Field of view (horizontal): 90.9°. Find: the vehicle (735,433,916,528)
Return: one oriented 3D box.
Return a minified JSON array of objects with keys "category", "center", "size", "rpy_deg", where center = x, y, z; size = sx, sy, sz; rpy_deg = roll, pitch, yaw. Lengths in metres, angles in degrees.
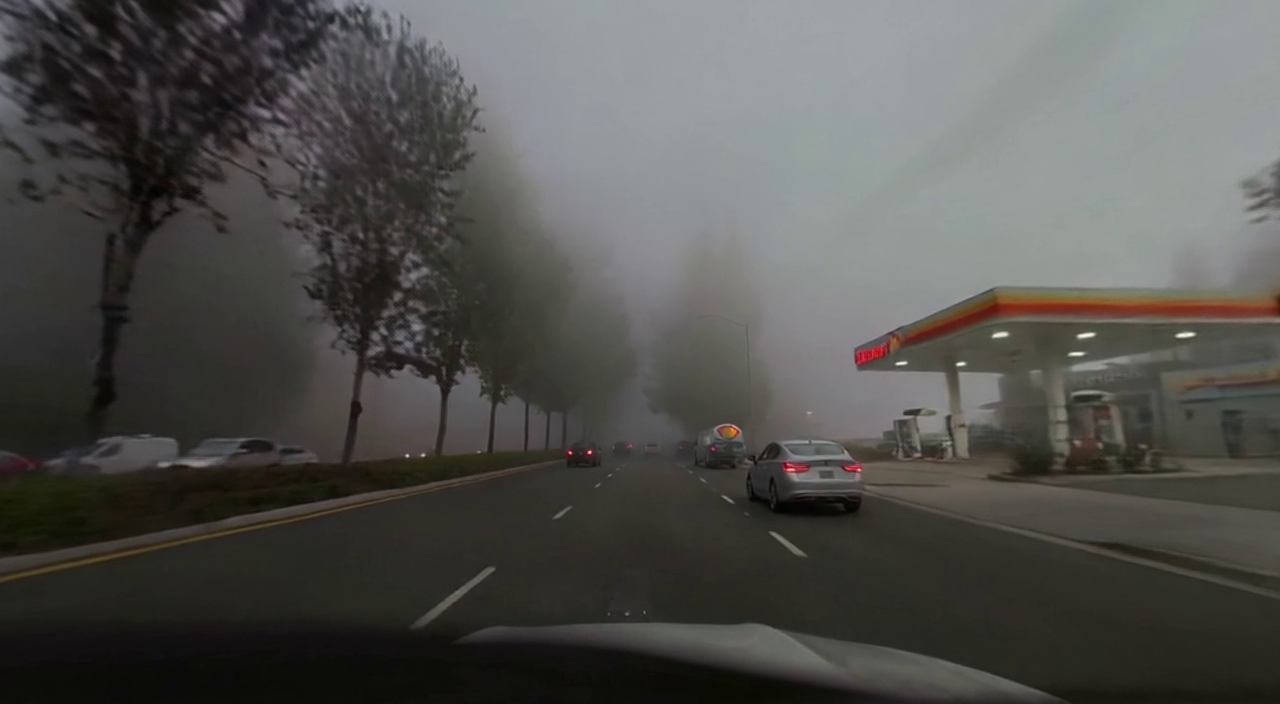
[{"category":"vehicle","center":[3.287,2.387,12.354],"size":[2.095,1.475,4.686],"rpy_deg":[0,-8,0]}]

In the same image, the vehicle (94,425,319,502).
[{"category":"vehicle","center":[-11.365,2.960,17.249],"size":[2.141,1.751,5.451],"rpy_deg":[0,-8,2]}]

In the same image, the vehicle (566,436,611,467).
[{"category":"vehicle","center":[-3.050,6.049,38.461],"size":[2.250,1.713,4.422],"rpy_deg":[0,-8,2]}]

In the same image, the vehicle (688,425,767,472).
[{"category":"vehicle","center":[4.299,4.968,32.538],"size":[3.245,2.199,6.295],"rpy_deg":[0,-8,0]}]
